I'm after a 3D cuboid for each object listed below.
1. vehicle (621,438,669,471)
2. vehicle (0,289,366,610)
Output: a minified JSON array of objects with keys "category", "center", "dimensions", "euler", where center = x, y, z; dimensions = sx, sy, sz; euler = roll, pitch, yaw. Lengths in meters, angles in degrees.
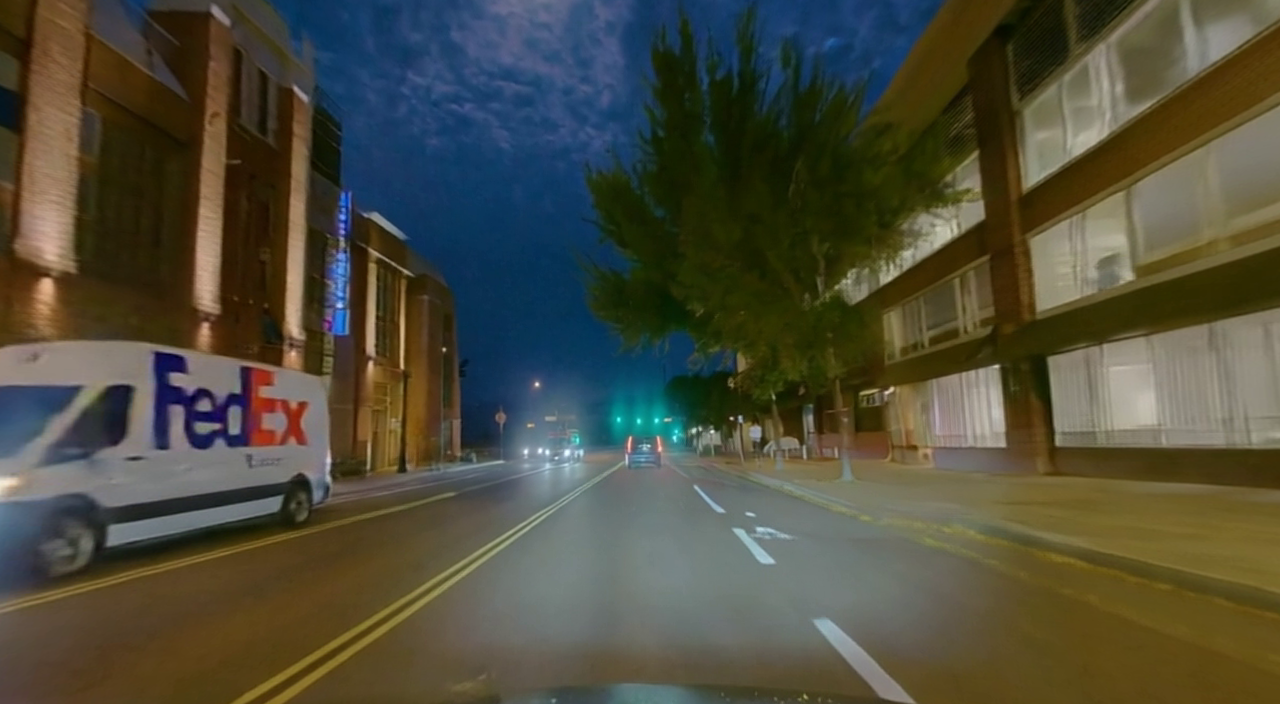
[{"category":"vehicle","center":[0.330,5.332,33.108],"dimensions":[2.356,1.572,4.810],"euler":[0,-8,2]},{"category":"vehicle","center":[-7.256,1.375,9.649],"dimensions":[2.754,3.065,7.103],"euler":[0,-8,1]}]
